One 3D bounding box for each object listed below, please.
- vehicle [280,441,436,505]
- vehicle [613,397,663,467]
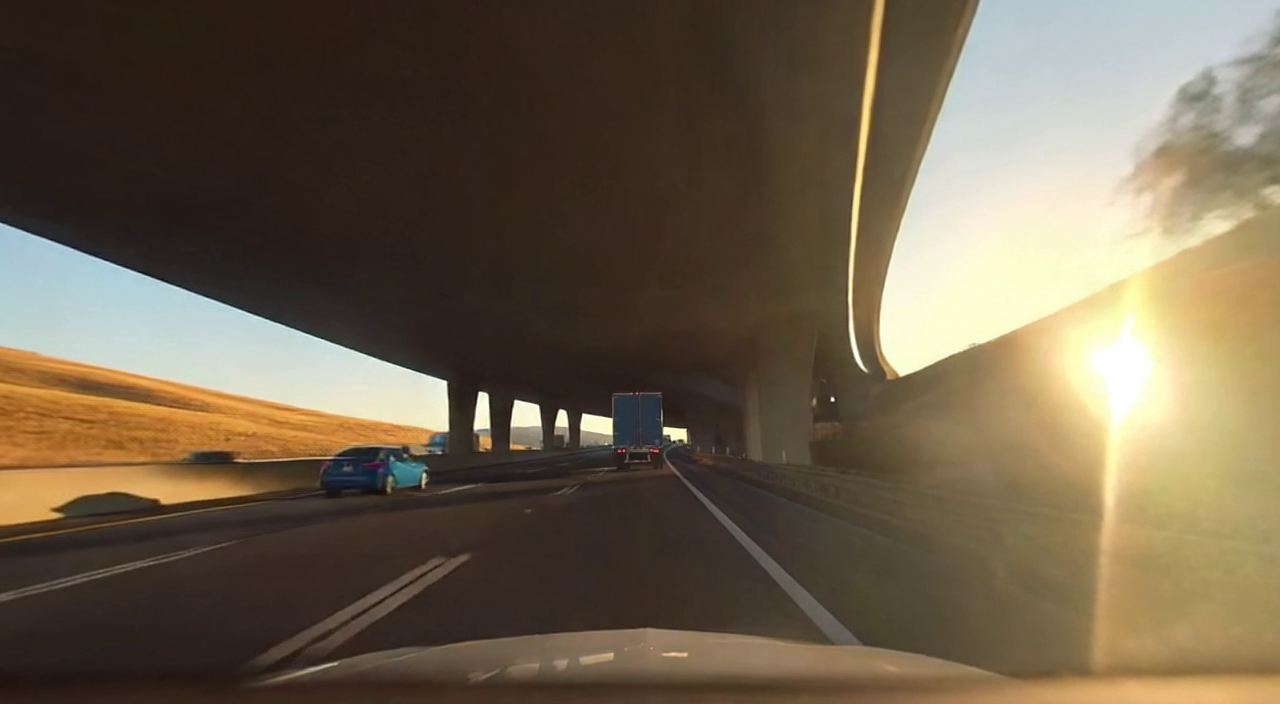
[{"bbox_3d":[-7.386,3.188,17.159,2.078,1.496,4.563,0,-8,1],"label":"vehicle"},{"bbox_3d":[-0.028,5.426,41.843,2.866,4.014,11.261,0,-8,1],"label":"vehicle"}]
